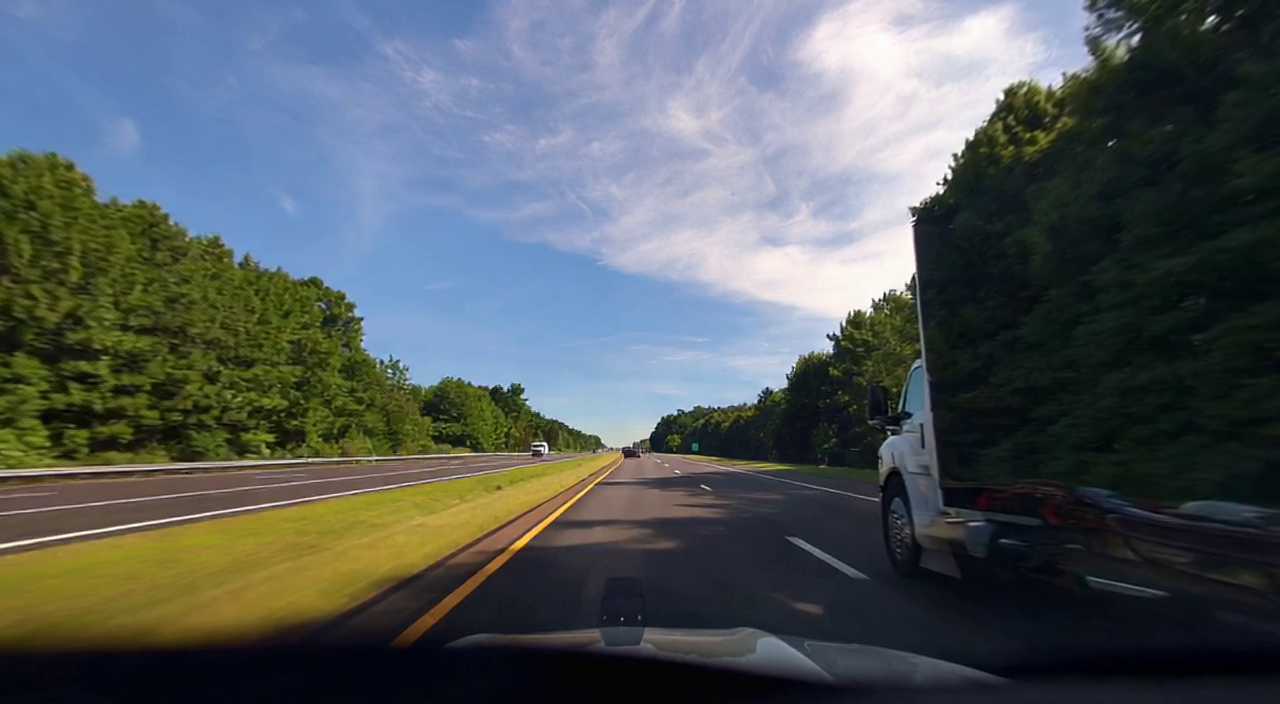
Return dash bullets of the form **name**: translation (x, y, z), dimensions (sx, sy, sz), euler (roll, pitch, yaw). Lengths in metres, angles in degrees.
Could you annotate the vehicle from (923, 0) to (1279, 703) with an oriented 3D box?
- **vehicle**: translation (4.784, -0.319, 1.958), dimensions (3.052, 4.004, 9.986), euler (0, -9, 0)
